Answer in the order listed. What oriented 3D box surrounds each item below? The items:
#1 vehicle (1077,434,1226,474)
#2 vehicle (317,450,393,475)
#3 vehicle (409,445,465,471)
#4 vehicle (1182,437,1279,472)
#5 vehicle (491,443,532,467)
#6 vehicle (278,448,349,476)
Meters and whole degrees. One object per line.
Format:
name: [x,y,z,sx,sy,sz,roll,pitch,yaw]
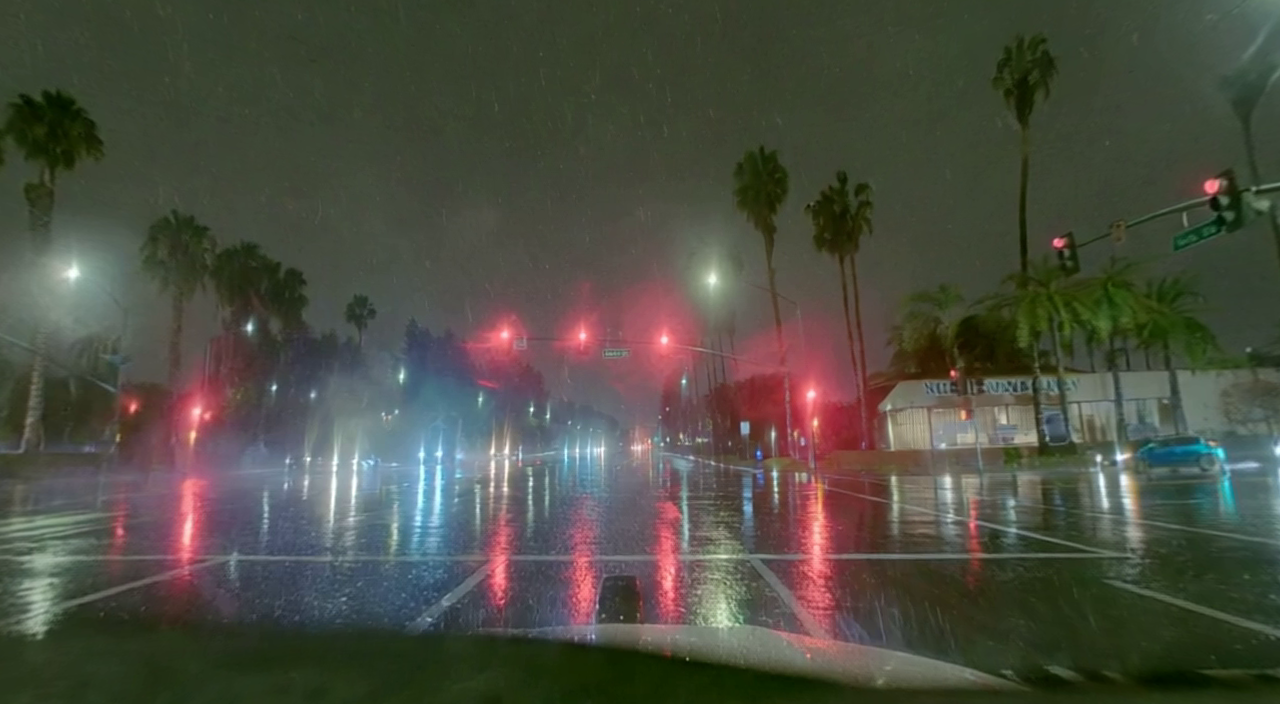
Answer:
vehicle: [22.239,4.449,27.642,4.533,1.676,2.236,0,-9,-1]
vehicle: [-17.377,6.755,38.898,2.221,1.449,5.092,0,-9,1]
vehicle: [-13.676,7.139,42.856,2.074,1.671,4.755,0,-9,1]
vehicle: [27.408,4.602,28.484,4.625,1.451,1.801,1,-9,-9]
vehicle: [-9.675,7.736,47.728,2.074,1.681,4.417,0,-9,1]
vehicle: [-21.027,7.087,40.939,2.107,1.642,4.561,0,-9,0]
